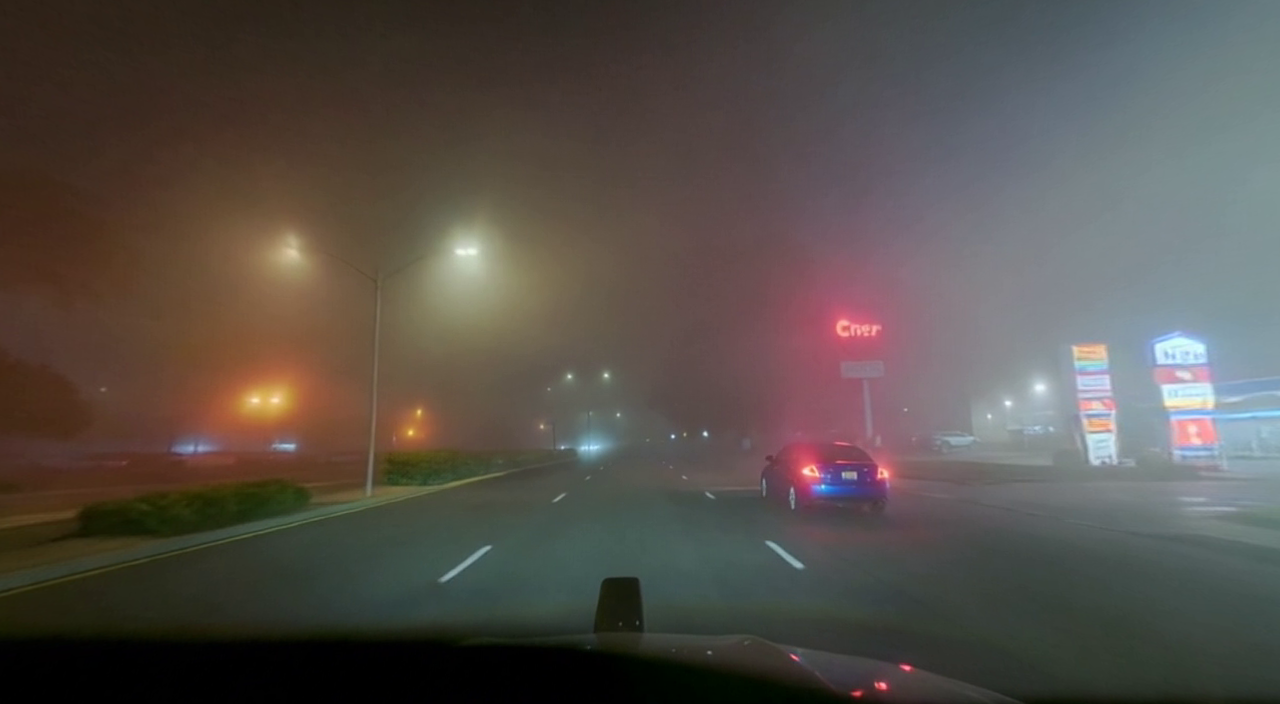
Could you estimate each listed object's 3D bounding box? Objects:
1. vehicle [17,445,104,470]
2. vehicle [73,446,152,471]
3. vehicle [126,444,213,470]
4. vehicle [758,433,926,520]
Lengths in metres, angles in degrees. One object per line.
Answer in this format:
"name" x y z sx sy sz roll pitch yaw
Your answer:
"vehicle" -40.971 7.479 44.823 1.943 1.625 4.413 -1 -9 0
"vehicle" -37.379 7.539 44.920 2.052 1.645 4.225 0 -9 -2
"vehicle" -33.343 7.441 44.975 2.347 1.610 4.867 -1 -7 1
"vehicle" 3.823 2.404 12.851 1.978 1.442 4.262 0 -8 0
